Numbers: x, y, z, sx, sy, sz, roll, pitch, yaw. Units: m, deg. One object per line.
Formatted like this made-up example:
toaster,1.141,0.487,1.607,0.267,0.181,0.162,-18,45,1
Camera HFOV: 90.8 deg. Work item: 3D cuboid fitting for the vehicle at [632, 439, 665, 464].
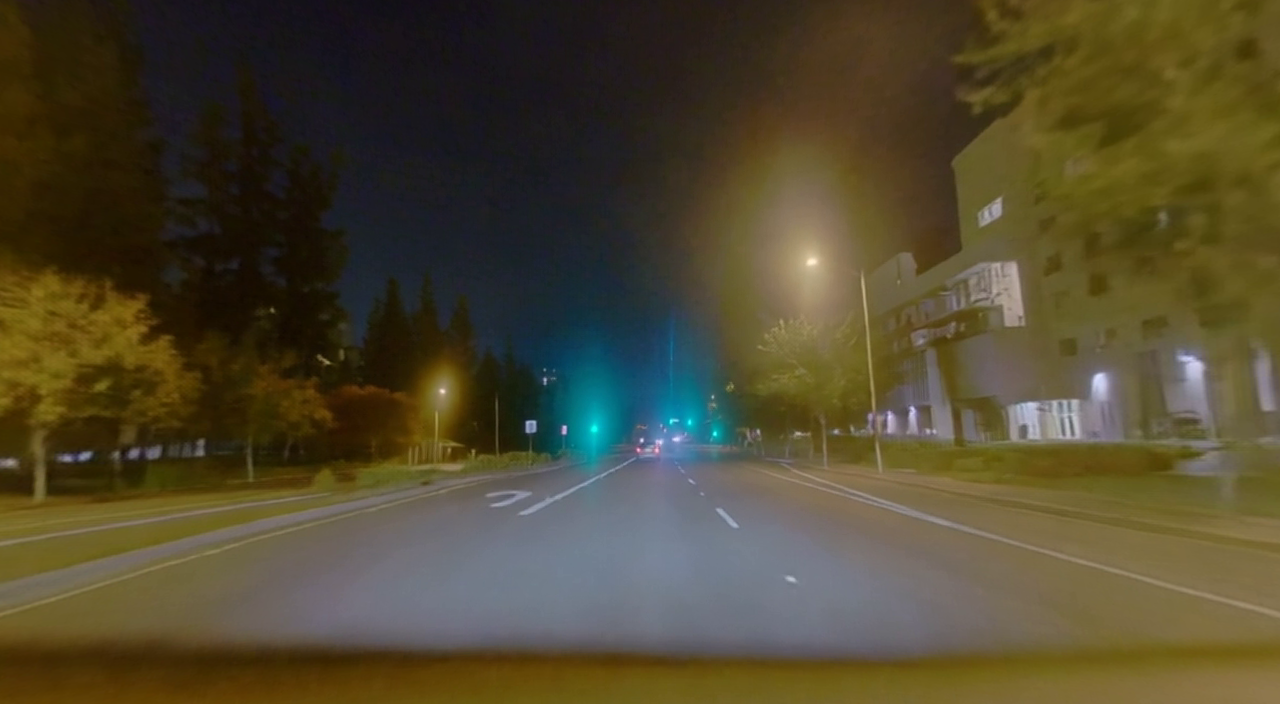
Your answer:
vehicle,0.599,6.592,42.174,2.037,1.568,3.693,-1,-8,3
